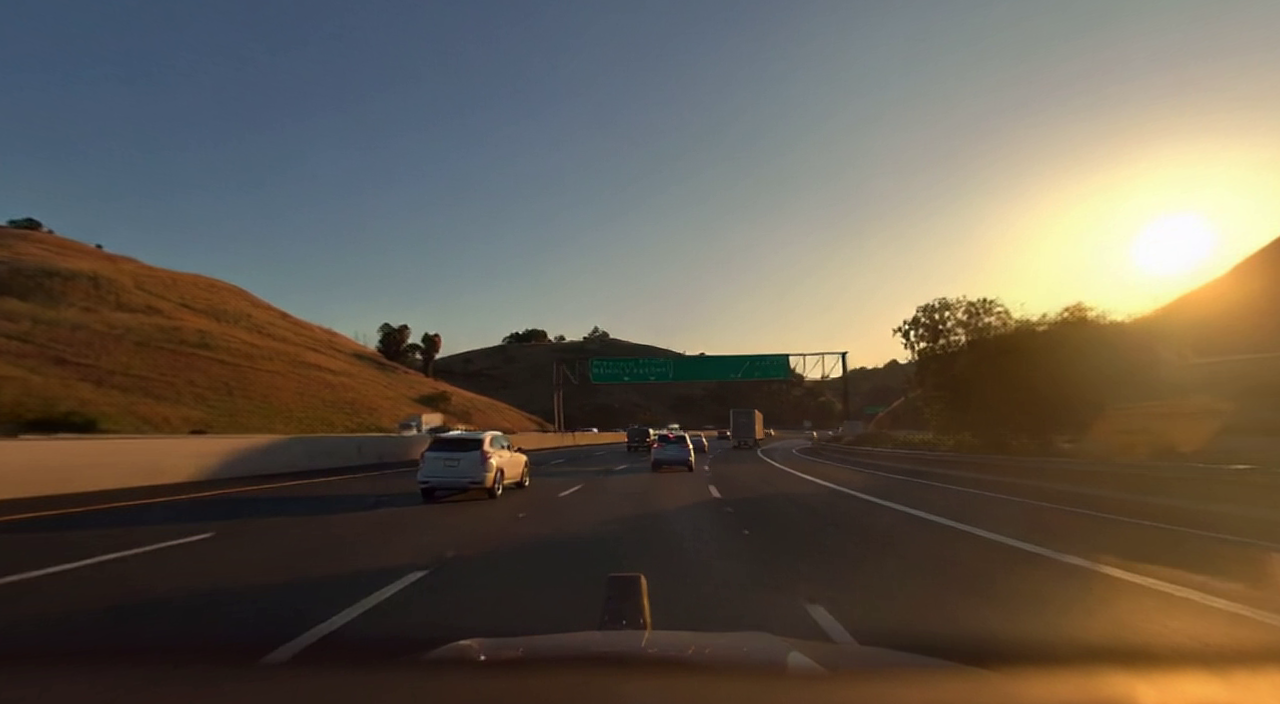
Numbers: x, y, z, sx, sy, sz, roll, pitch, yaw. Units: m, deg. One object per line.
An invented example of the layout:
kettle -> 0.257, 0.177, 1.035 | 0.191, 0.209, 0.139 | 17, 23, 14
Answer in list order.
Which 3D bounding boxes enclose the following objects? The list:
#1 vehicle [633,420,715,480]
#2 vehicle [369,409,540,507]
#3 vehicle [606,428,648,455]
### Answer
vehicle -> 1.164, 3.321, 21.556 | 2.484, 1.820, 4.497 | -1, -8, 4
vehicle -> -3.672, 2.209, 13.499 | 2.077, 1.712, 4.406 | -1, -8, 4
vehicle -> -0.815, 6.101, 42.810 | 2.194, 1.702, 4.305 | -1, -8, 8
